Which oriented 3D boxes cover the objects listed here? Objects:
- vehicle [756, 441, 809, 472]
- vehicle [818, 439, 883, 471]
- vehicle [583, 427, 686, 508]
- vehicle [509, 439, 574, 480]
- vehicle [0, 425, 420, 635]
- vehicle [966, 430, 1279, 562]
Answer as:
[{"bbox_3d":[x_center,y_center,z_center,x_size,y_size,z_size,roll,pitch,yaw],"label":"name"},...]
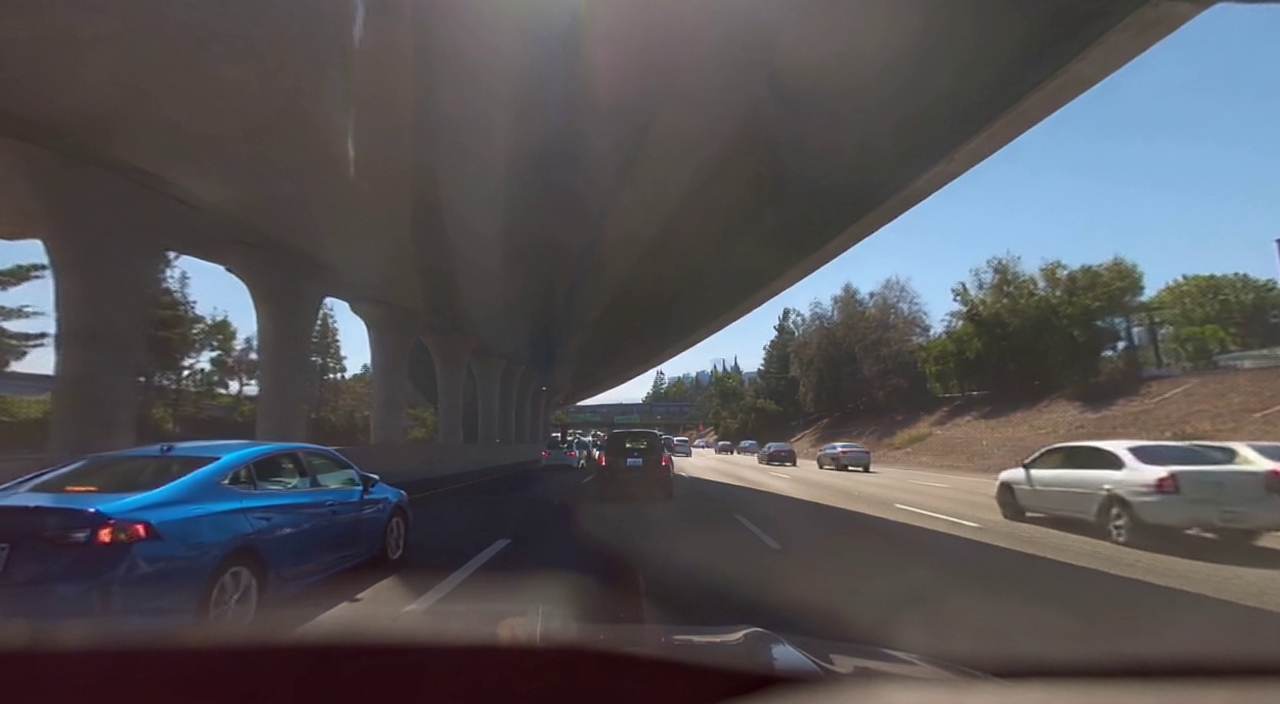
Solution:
[{"bbox_3d":[7.418,5.461,33.096,1.880,1.526,3.641,0,-9,0],"label":"vehicle"},{"bbox_3d":[11.560,5.688,34.927,1.992,1.625,4.359,1,-9,-1],"label":"vehicle"},{"bbox_3d":[-0.097,2.782,15.546,2.181,1.697,4.021,0,-9,0],"label":"vehicle"},{"bbox_3d":[-3.988,4.434,26.213,1.947,1.516,4.295,0,-9,1],"label":"vehicle"},{"bbox_3d":[-4.149,1.612,6.778,1.974,1.478,4.412,0,-9,0],"label":"vehicle"},{"bbox_3d":[7.307,2.049,9.762,2.049,1.521,4.604,0,-9,0],"label":"vehicle"}]
